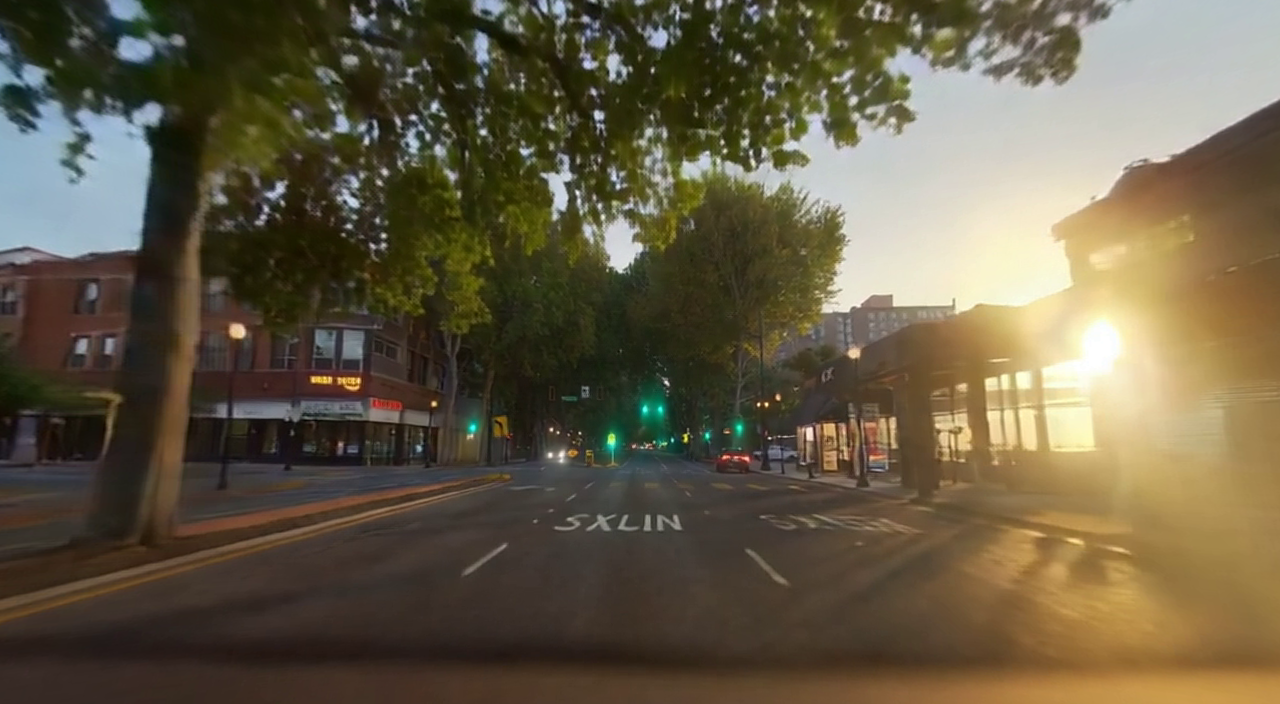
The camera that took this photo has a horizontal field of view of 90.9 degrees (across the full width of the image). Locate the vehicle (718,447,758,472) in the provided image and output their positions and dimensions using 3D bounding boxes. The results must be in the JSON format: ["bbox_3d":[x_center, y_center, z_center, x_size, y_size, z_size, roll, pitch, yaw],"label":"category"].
[{"bbox_3d":[6.385,7.052,41.544,1.906,1.523,4.336,0,-9,-1],"label":"vehicle"}]
